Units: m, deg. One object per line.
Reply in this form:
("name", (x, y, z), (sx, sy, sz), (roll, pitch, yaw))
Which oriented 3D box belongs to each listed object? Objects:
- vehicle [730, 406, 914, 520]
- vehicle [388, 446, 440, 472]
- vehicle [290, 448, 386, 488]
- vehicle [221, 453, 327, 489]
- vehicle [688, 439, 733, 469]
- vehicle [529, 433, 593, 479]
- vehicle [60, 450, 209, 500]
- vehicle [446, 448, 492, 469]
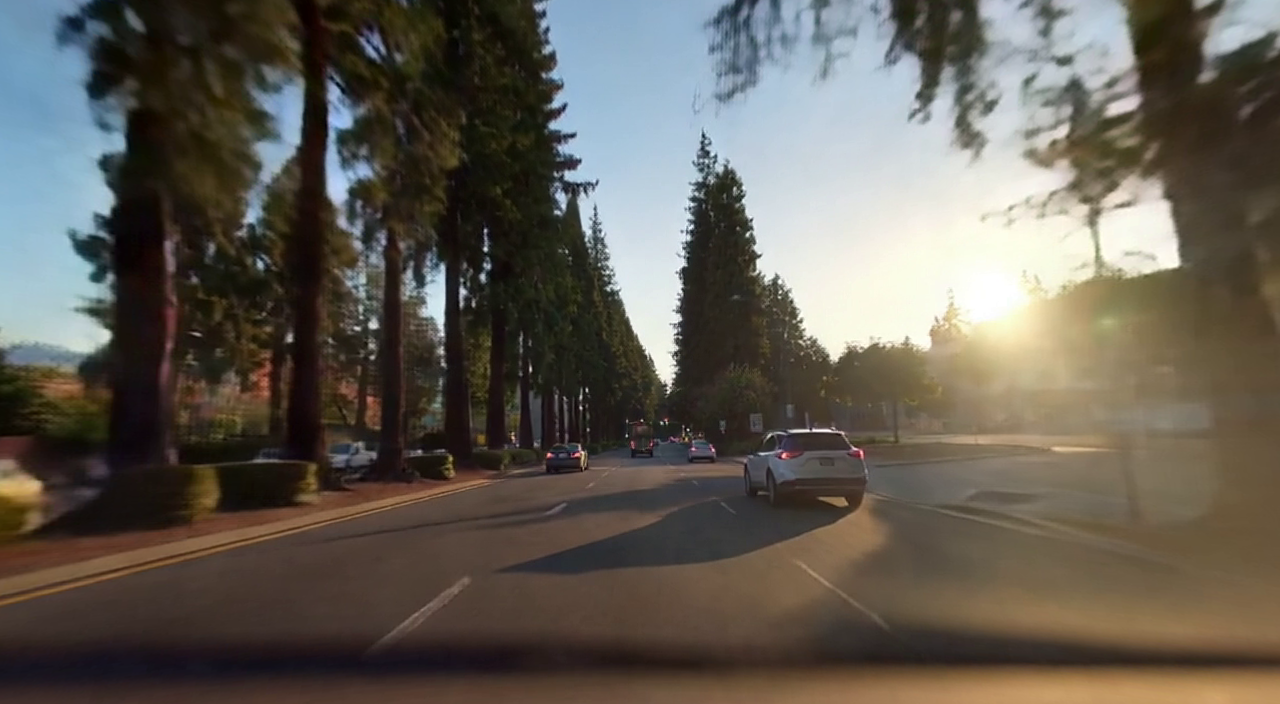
("vehicle", (3.651, 2.422, 14.224), (2.381, 2.008, 5.971), (0, -9, 0))
("vehicle", (-16.847, 7.966, 47.258), (1.965, 1.780, 5.122), (-1, -9, 1))
("vehicle", (-13.328, 5.113, 28.257), (1.989, 1.584, 5.018), (0, -9, -2))
("vehicle", (-17.314, 5.631, 30.139), (2.105, 1.507, 4.927), (0, -9, 0))
("vehicle", (4.267, 6.274, 38.893), (2.280, 1.757, 4.572), (0, -9, 1))
("vehicle", (-3.535, 4.803, 29.262), (2.255, 1.940, 4.822), (0, -9, 1))
("vehicle", (-21.368, 5.161, 27.003), (2.077, 1.863, 5.073), (0, -9, 1))
("vehicle", (-13.430, 8.378, 49.801), (2.142, 1.528, 4.804), (0, -9, 2))
